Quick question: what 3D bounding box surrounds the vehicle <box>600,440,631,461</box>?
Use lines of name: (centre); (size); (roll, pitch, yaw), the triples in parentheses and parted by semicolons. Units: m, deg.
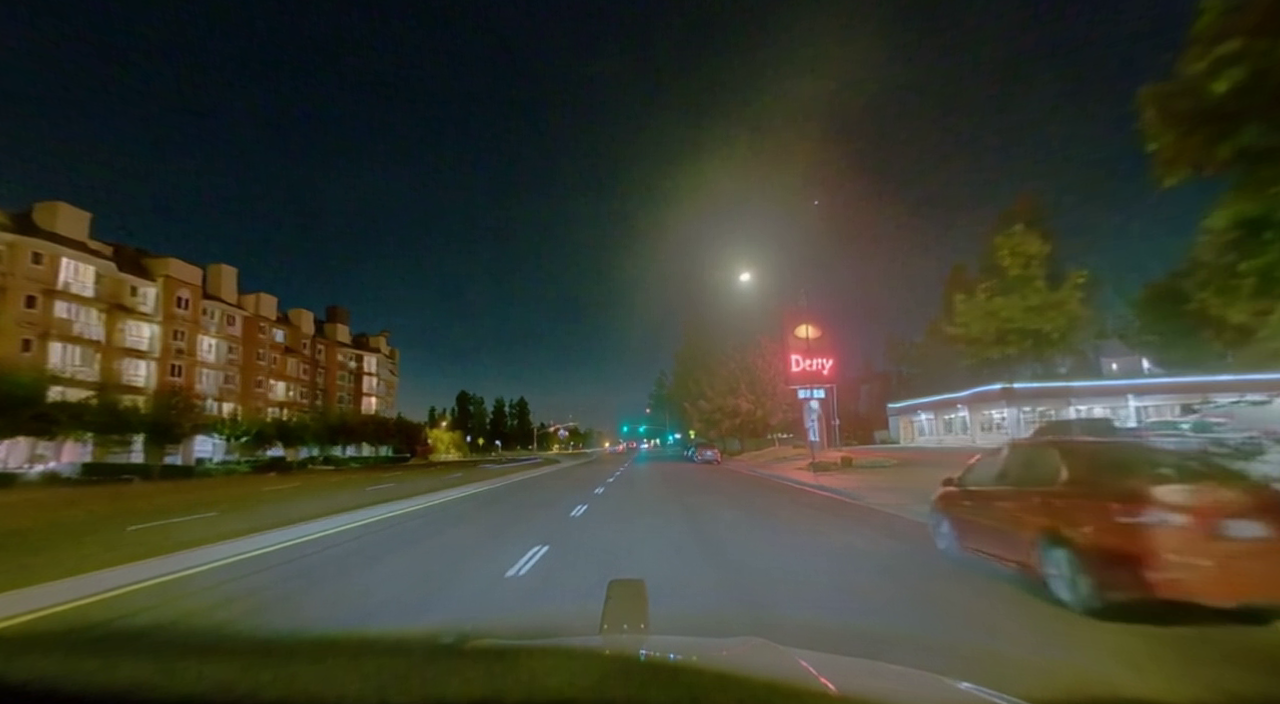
vehicle: (-1.884, 7.773, 49.754); (2.176, 1.543, 4.335); (0, -8, 2)

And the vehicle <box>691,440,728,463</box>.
vehicle: (4.828, 7.000, 44.567); (2.085, 1.509, 5.134); (0, -8, 1)

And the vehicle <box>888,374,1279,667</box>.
vehicle: (4.353, 1.334, 6.151); (2.067, 1.755, 4.616); (0, -8, 2)
